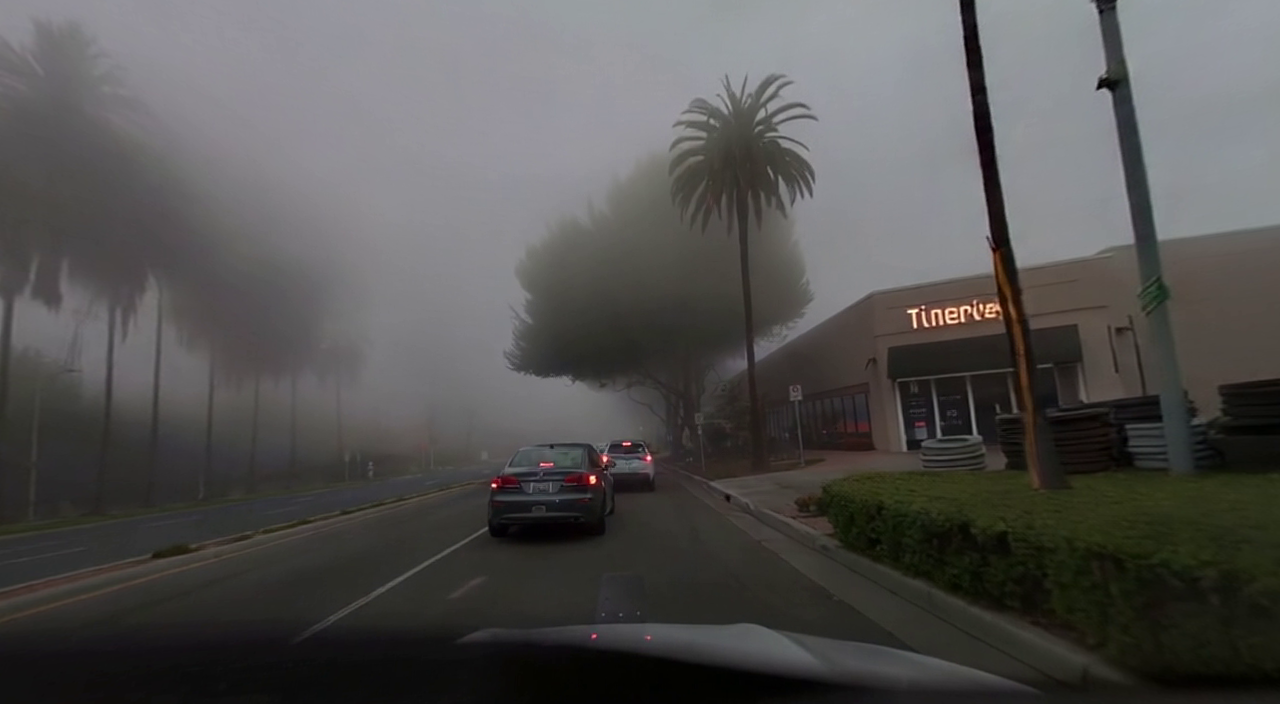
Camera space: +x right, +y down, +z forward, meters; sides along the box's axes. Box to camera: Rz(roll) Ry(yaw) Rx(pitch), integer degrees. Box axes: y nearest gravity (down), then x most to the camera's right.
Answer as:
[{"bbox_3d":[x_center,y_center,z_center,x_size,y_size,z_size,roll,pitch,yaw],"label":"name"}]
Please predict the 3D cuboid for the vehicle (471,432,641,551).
[{"bbox_3d":[-1.104,2.094,10.174,2.169,1.495,4.048,0,-8,-1],"label":"vehicle"}]
